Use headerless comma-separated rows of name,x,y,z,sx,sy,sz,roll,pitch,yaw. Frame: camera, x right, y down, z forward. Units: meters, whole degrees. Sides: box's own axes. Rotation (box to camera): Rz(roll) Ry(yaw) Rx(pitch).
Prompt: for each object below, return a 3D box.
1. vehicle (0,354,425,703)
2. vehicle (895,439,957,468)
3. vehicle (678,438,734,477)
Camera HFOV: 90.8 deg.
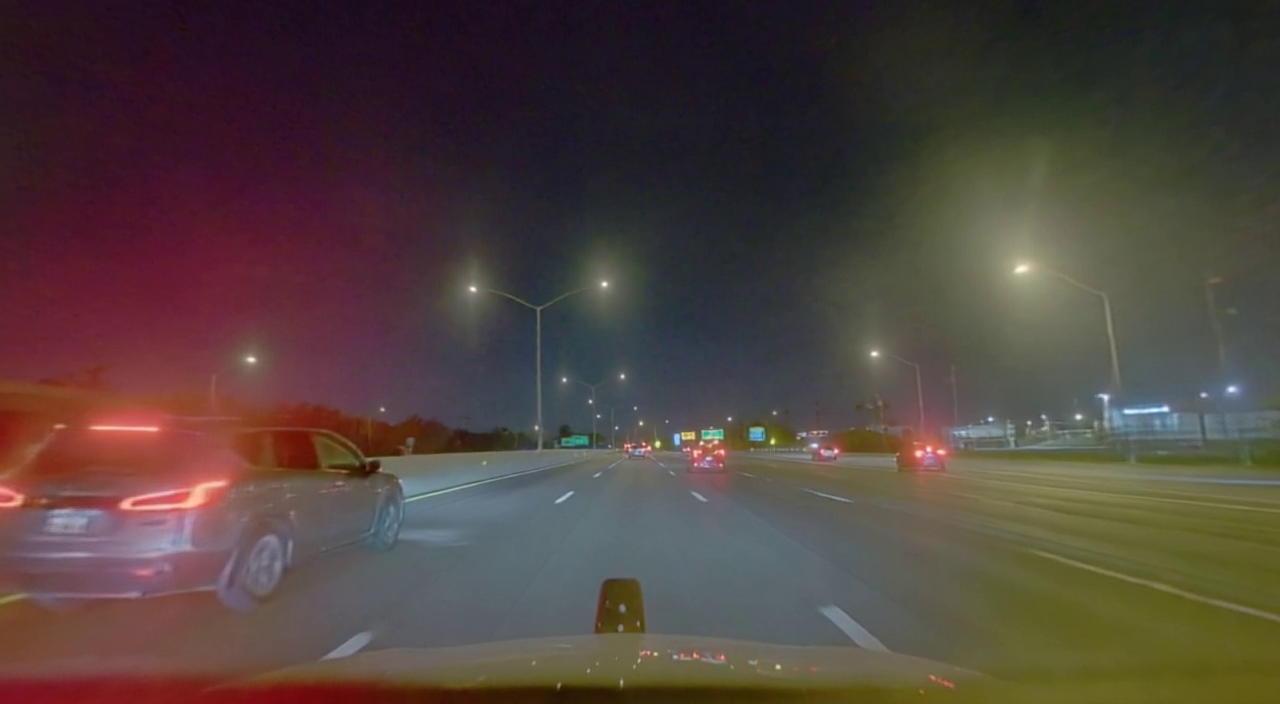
vehicle,-3.563,1.187,5.011,2.099,1.682,4.590,0,-9,0
vehicle,18.606,6.642,41.370,2.070,1.782,5.006,-1,-9,4
vehicle,2.892,4.735,28.573,1.997,1.638,4.281,0,-9,-1
